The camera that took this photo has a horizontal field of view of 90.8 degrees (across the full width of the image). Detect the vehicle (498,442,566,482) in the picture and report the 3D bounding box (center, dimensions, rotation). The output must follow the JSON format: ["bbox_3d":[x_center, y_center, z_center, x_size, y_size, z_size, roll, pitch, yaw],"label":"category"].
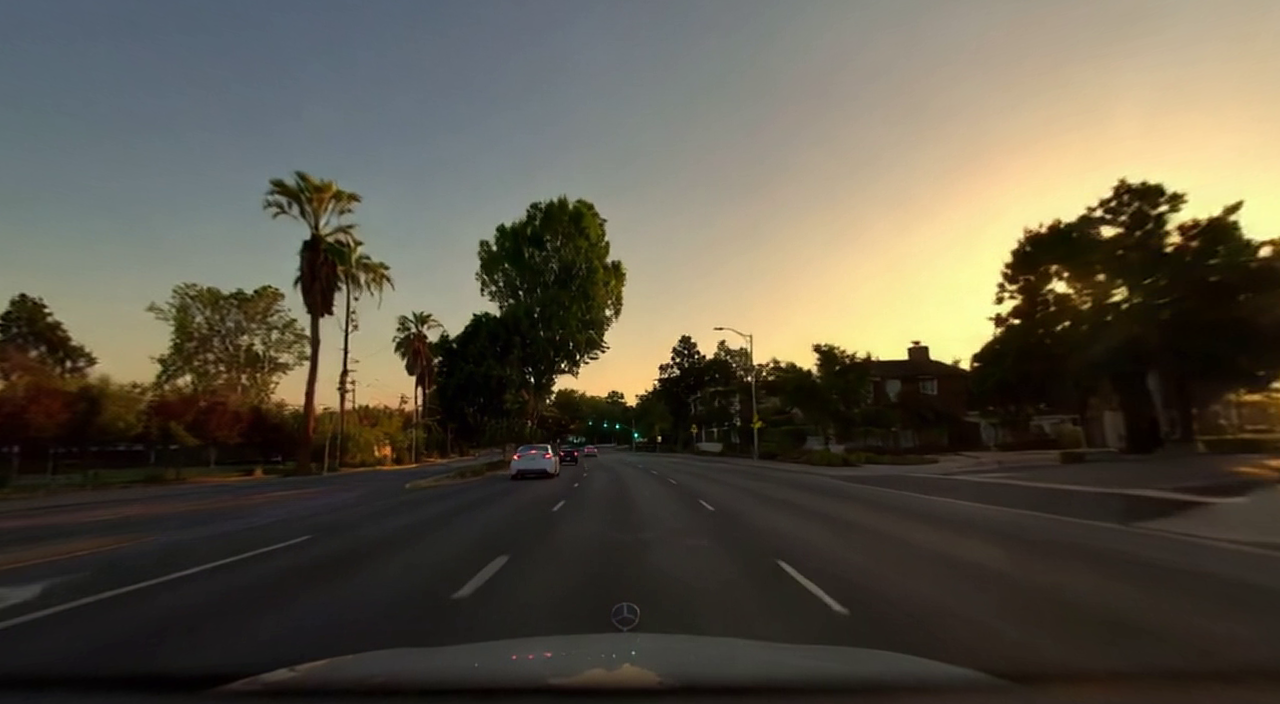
[{"bbox_3d":[-4.289,4.454,25.885,2.108,1.475,4.555,0,-8,-2],"label":"vehicle"}]
